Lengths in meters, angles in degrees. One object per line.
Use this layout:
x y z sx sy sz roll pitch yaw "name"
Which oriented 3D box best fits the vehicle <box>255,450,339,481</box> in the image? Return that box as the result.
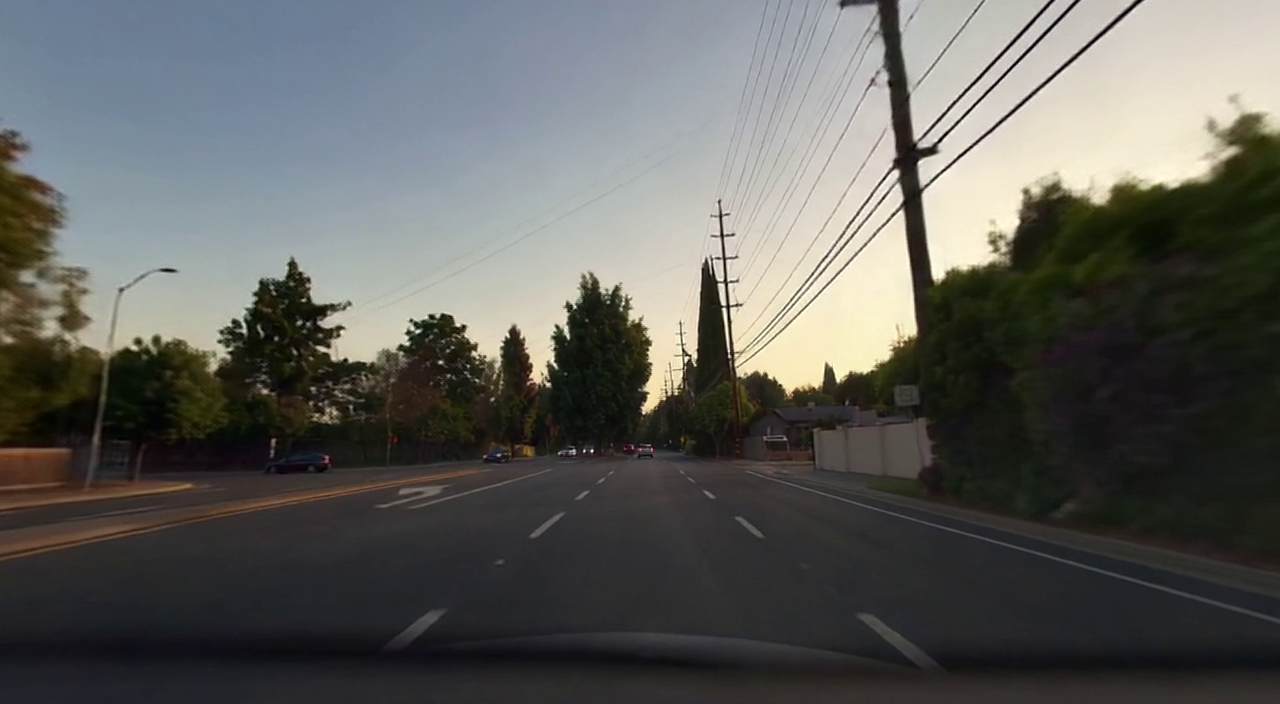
-21.537 7.095 39.431 4.600 1.809 2.153 -4 -9 23 "vehicle"
